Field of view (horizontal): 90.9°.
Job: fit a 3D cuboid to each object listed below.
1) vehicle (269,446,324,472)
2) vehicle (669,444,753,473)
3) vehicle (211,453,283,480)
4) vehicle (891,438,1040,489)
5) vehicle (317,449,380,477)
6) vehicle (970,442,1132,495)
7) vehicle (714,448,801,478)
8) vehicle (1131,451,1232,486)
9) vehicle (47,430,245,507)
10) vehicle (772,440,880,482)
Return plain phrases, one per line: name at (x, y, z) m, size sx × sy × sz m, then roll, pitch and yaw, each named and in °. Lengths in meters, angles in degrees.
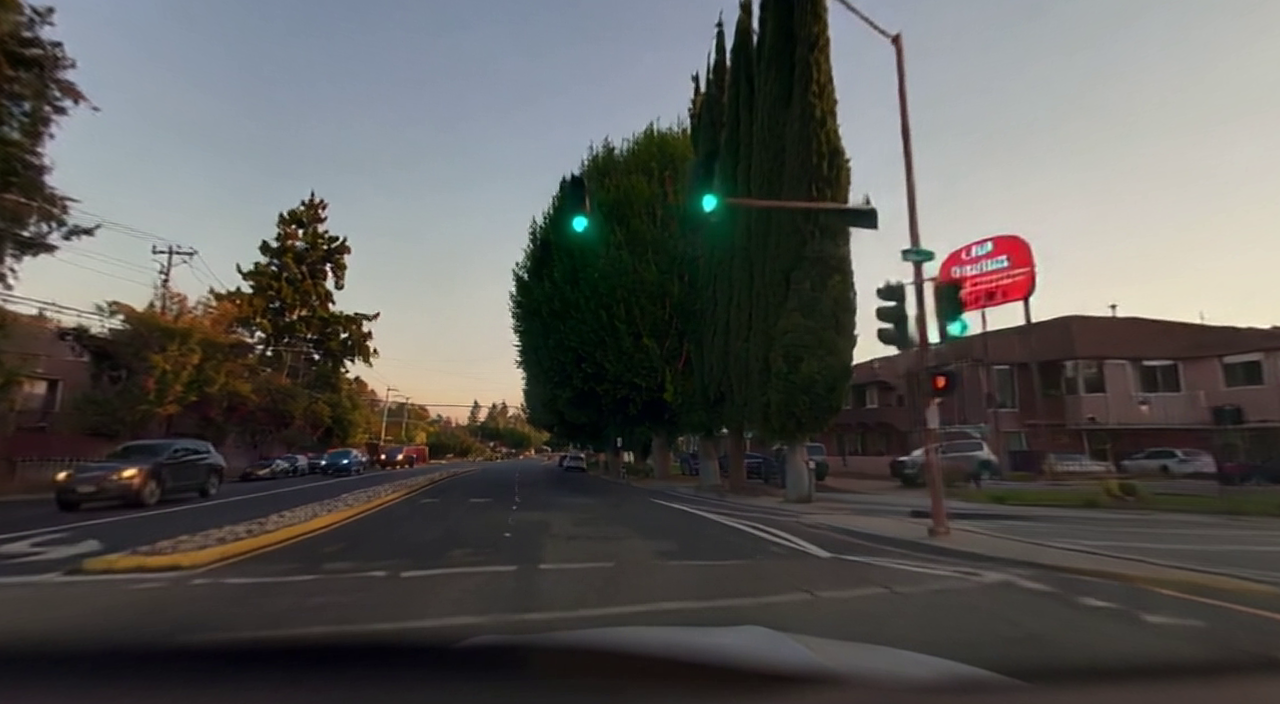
vehicle at (-25.242, 7.843, 46.524) m, size 1.882 × 1.706 × 4.938 m, roll 0°, pitch -7°, yaw -8°
vehicle at (4.420, 6.706, 39.747) m, size 4.843 × 1.748 × 1.985 m, roll 2°, pitch -9°, yaw -14°
vehicle at (-23.917, 6.953, 38.542) m, size 2.019 × 1.471 × 4.600 m, roll 2°, pitch -9°, yaw -9°
vehicle at (12.729, 4.306, 24.657) m, size 5.314 × 1.829 × 2.018 m, roll 3°, pitch -9°, yaw -20°
vehicle at (-16.200, 6.175, 35.255) m, size 1.951 × 1.436 × 4.624 m, roll 1°, pitch -9°, yaw -9°
vehicle at (14.118, 3.972, 21.788) m, size 4.375 × 1.685 × 2.045 m, roll 2°, pitch -9°, yaw -11°
vehicle at (6.275, 5.912, 33.749) m, size 4.257 × 1.474 × 1.751 m, roll 3°, pitch -9°, yaw -17°
vehicle at (24.840, 5.286, 28.904) m, size 4.324 × 1.437 × 1.865 m, roll 4°, pitch -10°, yaw -26°
vehicle at (-13.602, 3.222, 17.931) m, size 2.049 × 1.817 × 5.292 m, roll 2°, pitch -9°, yaw -10°
vehicle at (8.461, 4.920, 28.641) m, size 4.669 × 1.770 × 1.896 m, roll 5°, pitch -10°, yaw -28°
